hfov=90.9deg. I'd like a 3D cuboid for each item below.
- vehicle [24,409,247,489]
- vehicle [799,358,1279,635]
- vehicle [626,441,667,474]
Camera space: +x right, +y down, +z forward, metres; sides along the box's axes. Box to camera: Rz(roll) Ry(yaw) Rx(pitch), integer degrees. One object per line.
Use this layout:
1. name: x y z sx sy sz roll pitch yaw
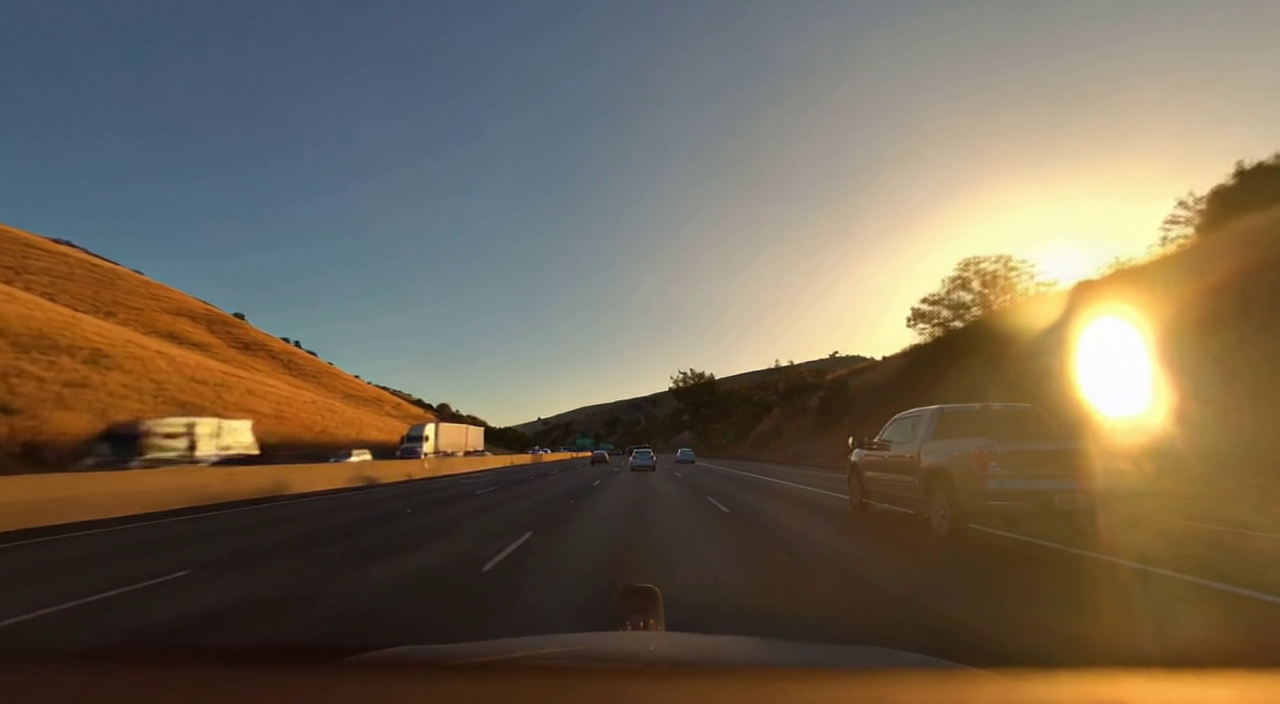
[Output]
1. vehicle: -16.153 3.186 20.873 2.233 2.227 6.034 0 -8 1
2. vehicle: 4.041 1.456 7.530 2.700 1.980 5.866 0 -8 0
3. vehicle: 0.331 5.711 34.461 2.086 1.685 4.206 0 -8 0
